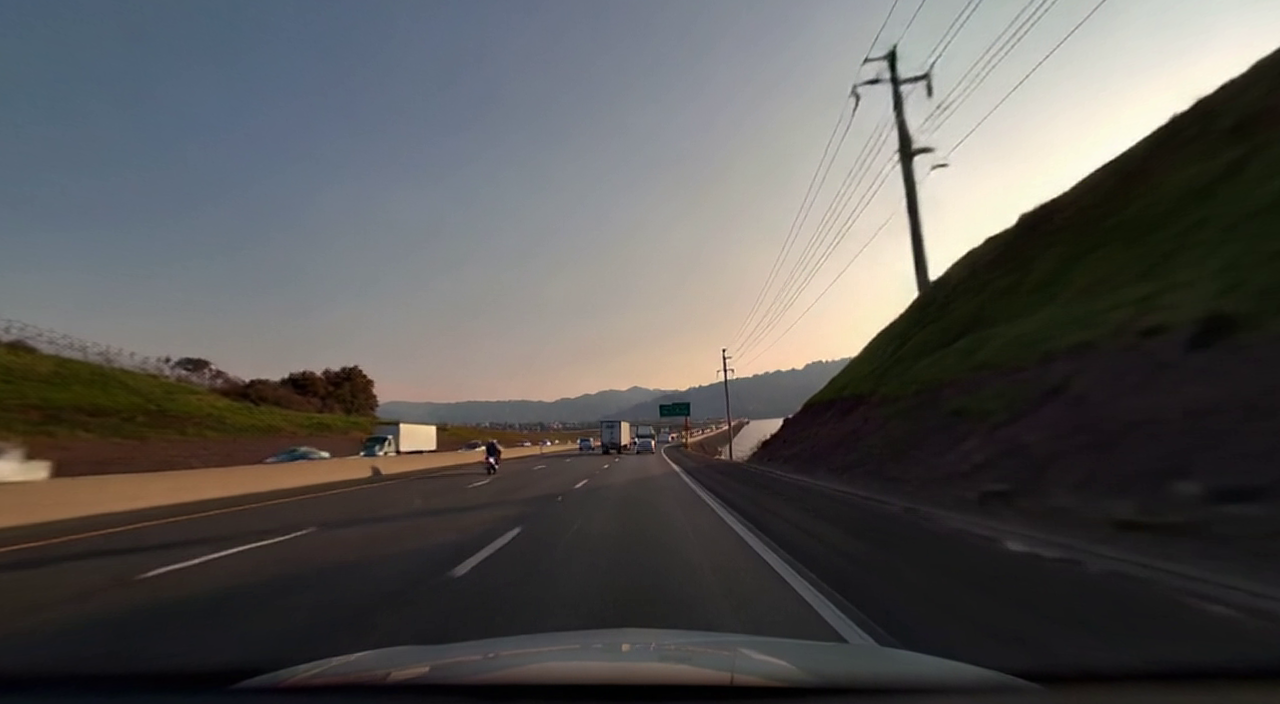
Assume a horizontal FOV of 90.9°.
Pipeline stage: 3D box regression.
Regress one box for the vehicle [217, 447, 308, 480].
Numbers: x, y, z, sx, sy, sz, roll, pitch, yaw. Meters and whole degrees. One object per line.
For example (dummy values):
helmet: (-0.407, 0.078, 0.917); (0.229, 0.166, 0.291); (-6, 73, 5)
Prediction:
vehicle: (-20.789, 6.123, 35.029); (2.162, 1.661, 4.641); (0, -8, 0)
